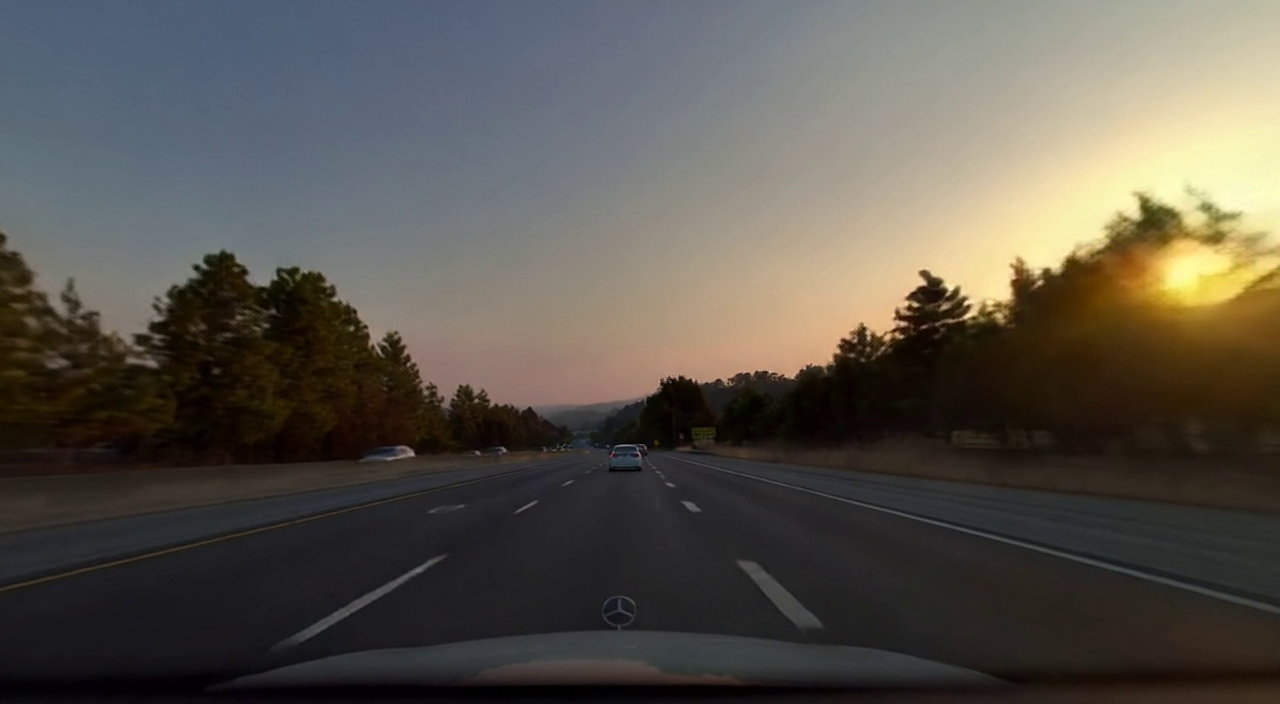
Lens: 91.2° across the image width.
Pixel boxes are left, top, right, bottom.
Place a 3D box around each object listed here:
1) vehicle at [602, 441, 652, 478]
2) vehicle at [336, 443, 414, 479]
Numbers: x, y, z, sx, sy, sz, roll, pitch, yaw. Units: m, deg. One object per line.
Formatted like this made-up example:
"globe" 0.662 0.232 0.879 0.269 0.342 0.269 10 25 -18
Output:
"vehicle" -0.576 4.896 28.659 2.095 1.537 4.017 0 -9 -1
"vehicle" -13.473 5.549 32.200 2.040 1.709 4.607 0 -9 0
